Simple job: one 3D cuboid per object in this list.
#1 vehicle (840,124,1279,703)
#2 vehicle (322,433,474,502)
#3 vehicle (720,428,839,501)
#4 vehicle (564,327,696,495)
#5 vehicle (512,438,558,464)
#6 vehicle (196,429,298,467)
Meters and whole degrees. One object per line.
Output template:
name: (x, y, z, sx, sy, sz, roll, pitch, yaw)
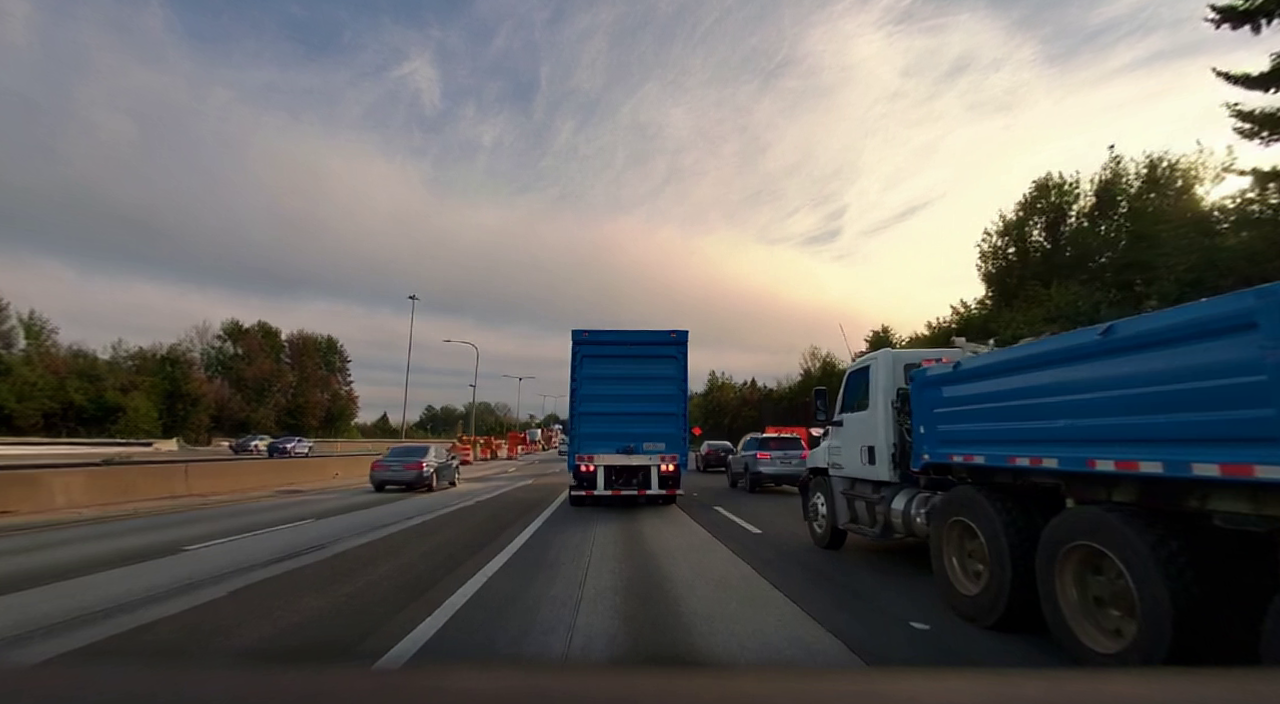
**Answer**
vehicle: (3.826, 0.426, 1.804, 2.943, 2.634, 10.135, 1, -9, -2)
vehicle: (-5.872, 2.856, 16.020, 2.014, 1.477, 4.595, 0, -9, 1)
vehicle: (3.552, 2.972, 16.966, 2.103, 1.713, 4.173, 1, -9, -2)
vehicle: (-0.421, 2.129, 19.940, 3.067, 3.940, 10.154, 1, -9, -2)
vehicle: (-6.323, 6.014, 38.332, 1.994, 1.481, 4.660, 0, -9, 0)
vehicle: (-22.041, 5.391, 35.370, 4.632, 1.852, 2.033, 0, -8, 15)
